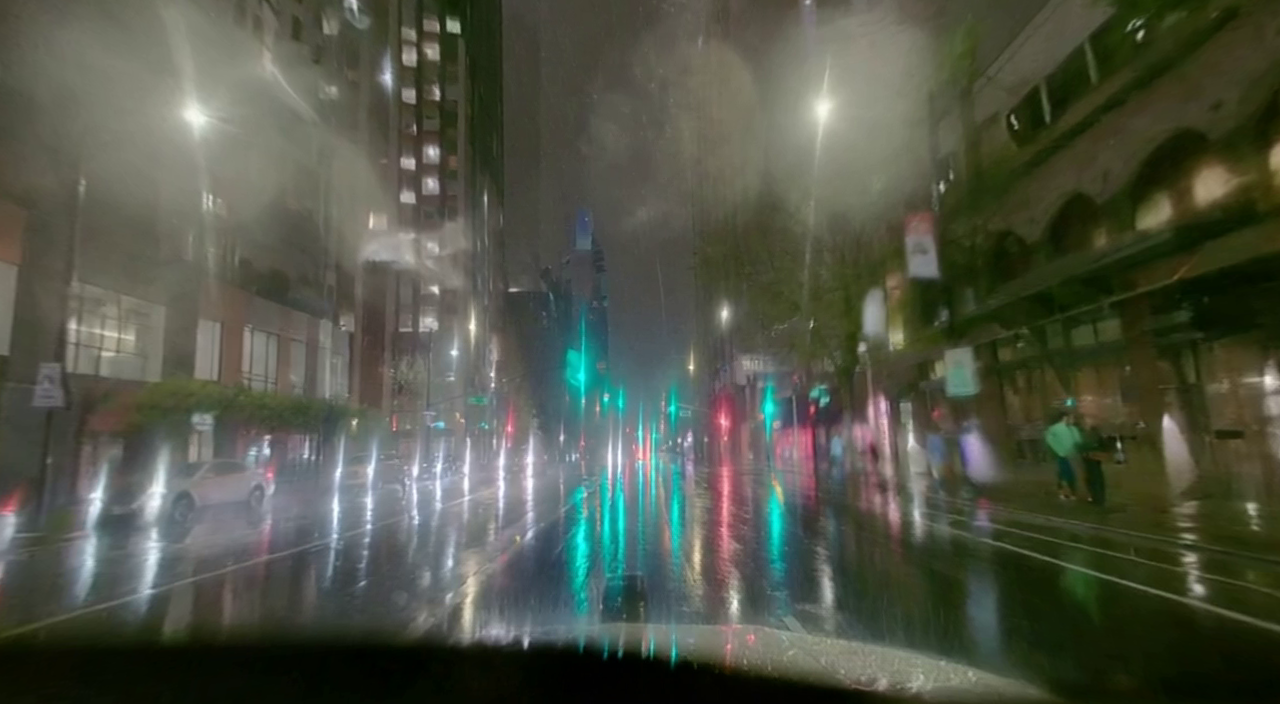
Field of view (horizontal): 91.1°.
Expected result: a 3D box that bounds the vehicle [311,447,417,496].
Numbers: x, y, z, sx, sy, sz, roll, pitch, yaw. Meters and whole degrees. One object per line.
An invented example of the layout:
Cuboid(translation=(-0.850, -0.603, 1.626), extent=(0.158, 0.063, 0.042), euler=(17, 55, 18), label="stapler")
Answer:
Cuboid(translation=(-12.178, 5.266, 28.260), extent=(2.126, 1.963, 5.547), euler=(0, -8, 1), label="vehicle")

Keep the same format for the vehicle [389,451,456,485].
Cuboid(translation=(-11.960, 6.365, 34.843), extent=(1.898, 1.724, 4.445), euler=(-1, -8, 4), label="vehicle")

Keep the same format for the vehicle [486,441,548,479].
Cuboid(translation=(-6.001, 5.307, 31.180), extent=(2.128, 1.704, 4.343), euler=(0, -8, 1), label="vehicle")

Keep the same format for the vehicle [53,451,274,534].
Cuboid(translation=(-12.318, 3.602, 16.802), extent=(2.075, 1.809, 4.804), euler=(0, -8, 0), label="vehicle")
